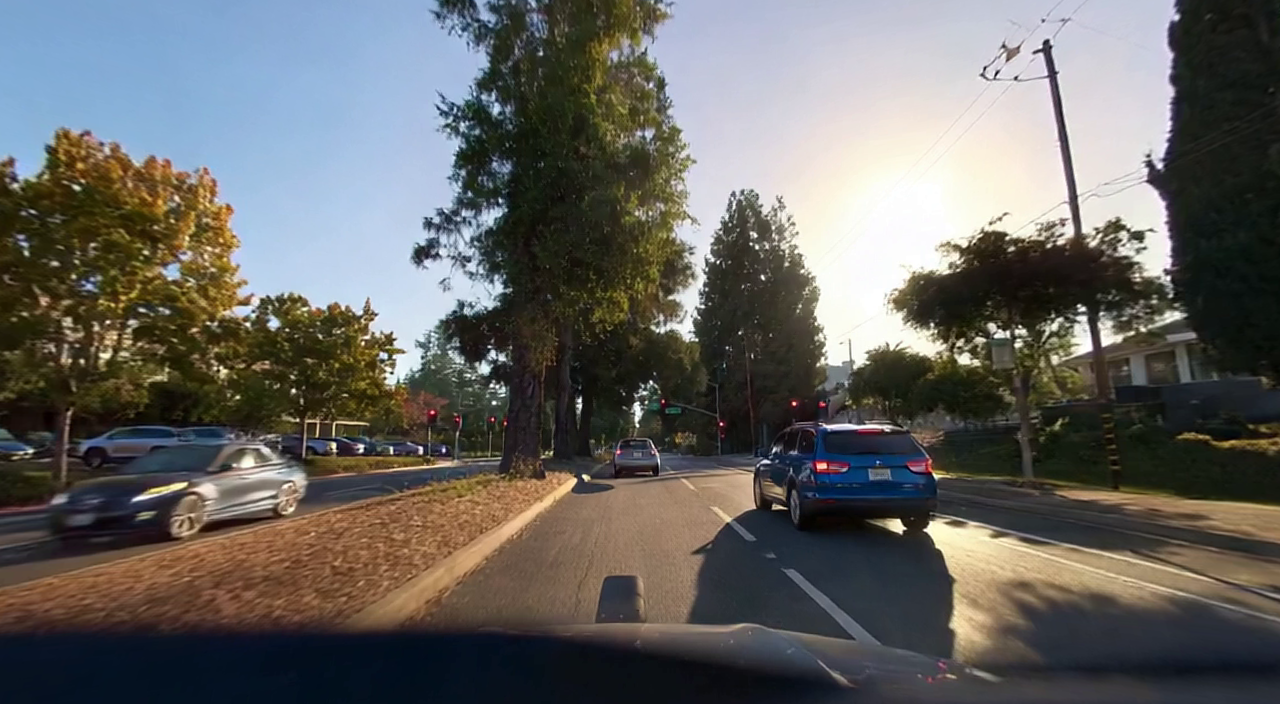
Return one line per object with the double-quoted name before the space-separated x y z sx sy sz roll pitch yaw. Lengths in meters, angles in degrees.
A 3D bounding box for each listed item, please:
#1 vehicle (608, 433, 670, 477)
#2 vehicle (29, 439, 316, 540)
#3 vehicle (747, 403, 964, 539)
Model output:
"vehicle" -0.036 3.956 24.423 2.177 1.512 4.682 0 -9 0
"vehicle" -7.860 2.312 11.280 1.822 1.434 4.197 0 -9 2
"vehicle" 3.187 1.879 10.474 2.046 1.768 4.370 0 -9 0
